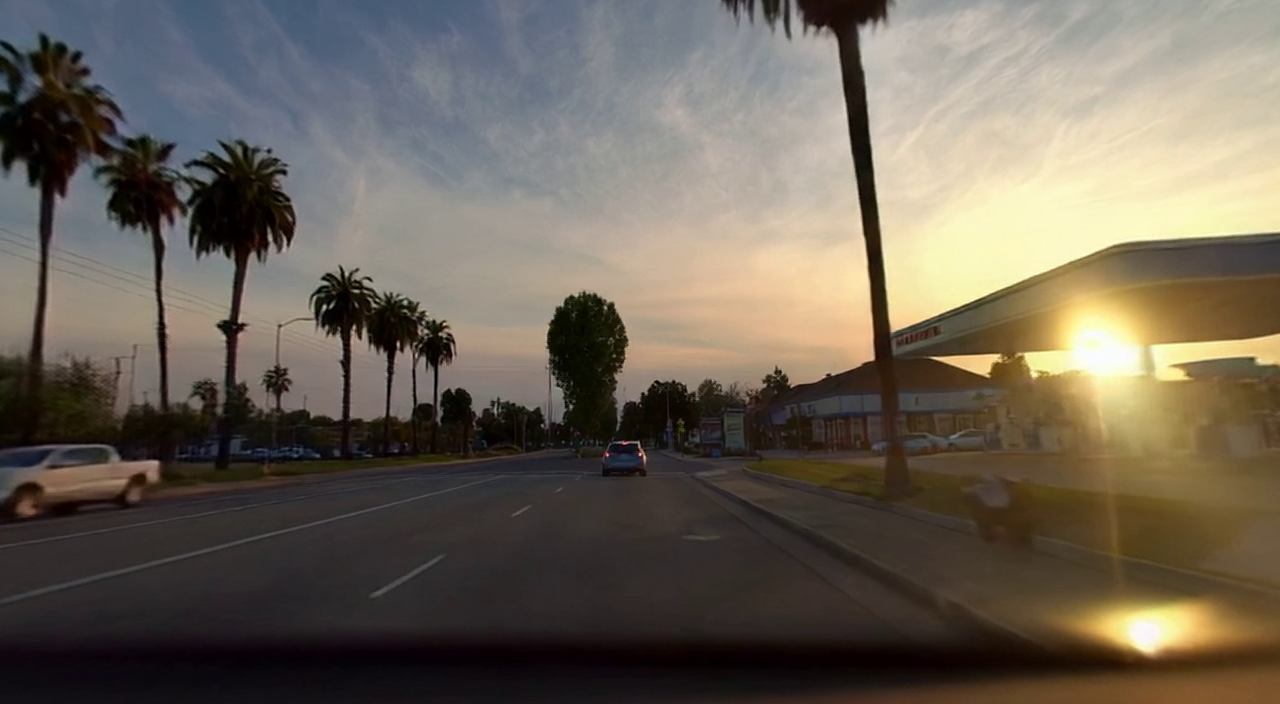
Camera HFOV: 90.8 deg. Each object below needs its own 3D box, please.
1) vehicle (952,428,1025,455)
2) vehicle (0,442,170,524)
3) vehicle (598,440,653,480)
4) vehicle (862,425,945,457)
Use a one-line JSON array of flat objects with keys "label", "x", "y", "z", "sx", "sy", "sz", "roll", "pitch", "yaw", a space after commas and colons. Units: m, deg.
[{"label": "vehicle", "x": 24.606, "y": 6.310, "z": 44.627, "sx": 4.025, "sy": 1.827, "sz": 1.852, "roll": 0, "pitch": -9, "yaw": -3}, {"label": "vehicle", "x": -14.416, "y": 3.115, "z": 15.694, "sx": 2.026, "sy": 1.722, "sz": 4.463, "roll": 0, "pitch": -9, "yaw": -1}, {"label": "vehicle", "x": -0.574, "y": 4.374, "z": 25.891, "sx": 2.076, "sy": 1.486, "sz": 4.119, "roll": 0, "pitch": -8, "yaw": -1}, {"label": "vehicle", "x": 18.470, "y": 6.267, "z": 44.447, "sx": 4.747, "sy": 2.178, "sz": 2.336, "roll": 0, "pitch": -9, "yaw": -3}]
